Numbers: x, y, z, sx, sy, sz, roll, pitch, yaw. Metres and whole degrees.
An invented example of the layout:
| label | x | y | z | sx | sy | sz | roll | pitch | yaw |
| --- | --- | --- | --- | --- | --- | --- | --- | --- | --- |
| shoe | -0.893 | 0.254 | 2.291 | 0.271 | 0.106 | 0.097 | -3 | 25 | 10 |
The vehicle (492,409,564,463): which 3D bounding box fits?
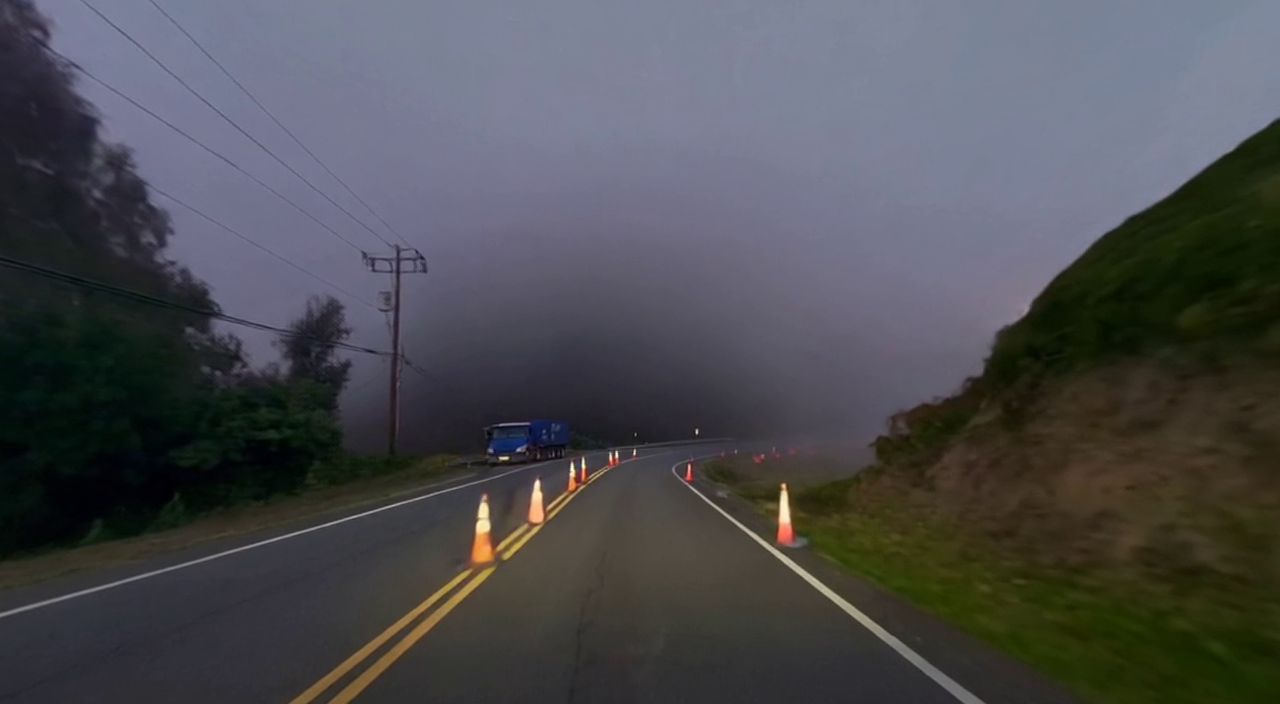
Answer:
| label | x | y | z | sx | sy | sz | roll | pitch | yaw |
| --- | --- | --- | --- | --- | --- | --- | --- | --- | --- |
| vehicle | -7.319 | 5.662 | 42.217 | 3.031 | 3.185 | 7.053 | -3 | -9 | 4 |
